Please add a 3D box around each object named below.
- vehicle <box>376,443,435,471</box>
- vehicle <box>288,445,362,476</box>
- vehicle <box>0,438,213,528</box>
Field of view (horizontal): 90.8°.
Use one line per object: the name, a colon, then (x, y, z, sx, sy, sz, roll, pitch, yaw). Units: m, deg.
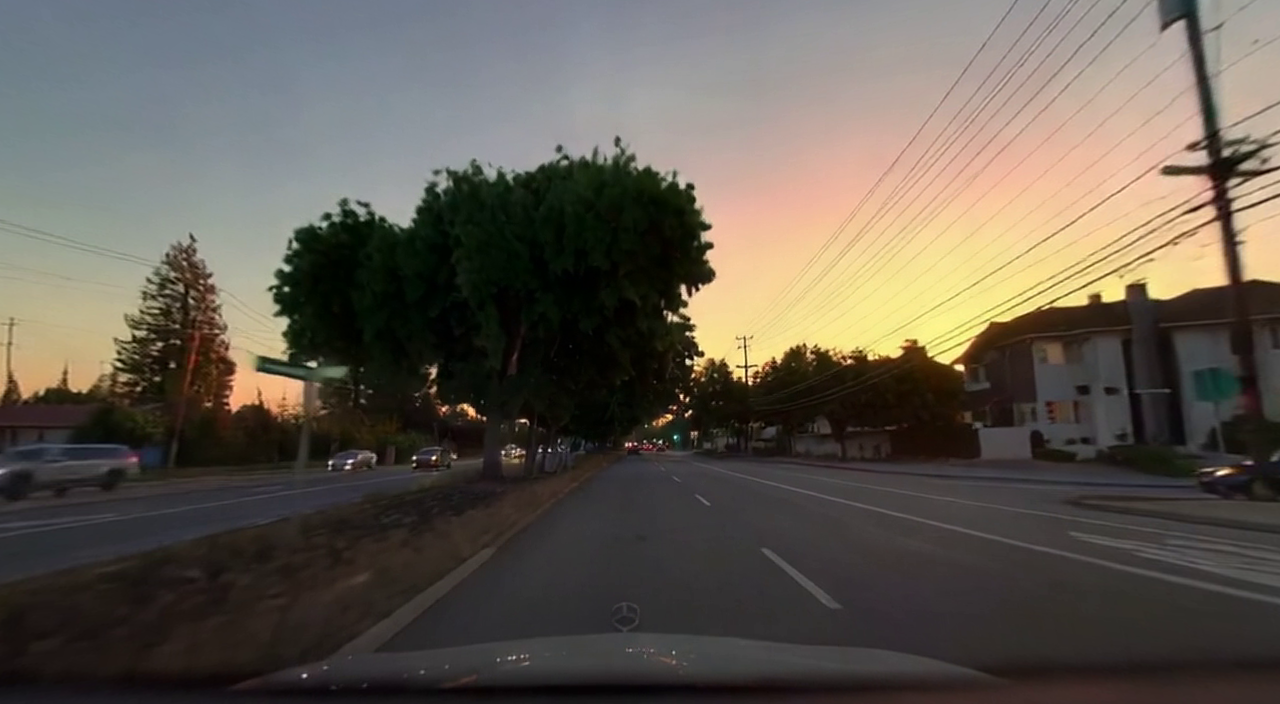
vehicle: (-15.175, 6.794, 41.181, 2.169, 1.700, 4.450, 0, -8, 0)
vehicle: (-18.552, 6.370, 37.492, 2.132, 1.690, 4.544, 0, -8, -1)
vehicle: (-11.704, 2.703, 13.672, 1.912, 1.509, 4.425, -4, -7, -1)
